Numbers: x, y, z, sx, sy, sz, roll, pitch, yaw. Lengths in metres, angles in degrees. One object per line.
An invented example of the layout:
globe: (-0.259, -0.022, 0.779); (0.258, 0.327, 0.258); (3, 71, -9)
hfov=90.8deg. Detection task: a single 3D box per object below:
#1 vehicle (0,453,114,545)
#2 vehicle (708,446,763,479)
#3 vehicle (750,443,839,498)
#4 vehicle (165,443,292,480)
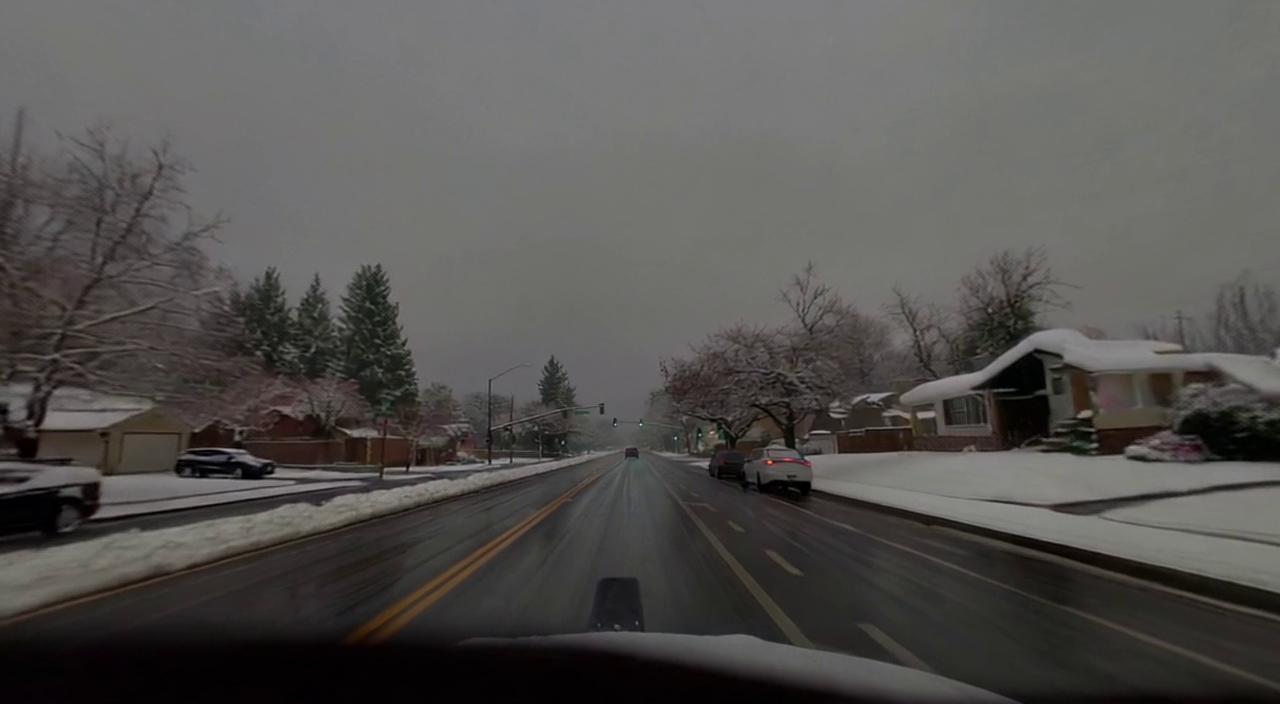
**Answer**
vehicle: (-12.293, 2.718, 11.436); (1.939, 1.537, 4.197); (-3, -7, 0)
vehicle: (4.650, 5.433, 31.391); (2.065, 1.463, 4.814); (0, -8, 1)
vehicle: (4.750, 3.673, 19.938); (1.875, 1.540, 3.402); (0, -8, -1)
vehicle: (-20.993, 5.593, 32.417); (4.931, 1.801, 2.142); (0, -9, -1)
